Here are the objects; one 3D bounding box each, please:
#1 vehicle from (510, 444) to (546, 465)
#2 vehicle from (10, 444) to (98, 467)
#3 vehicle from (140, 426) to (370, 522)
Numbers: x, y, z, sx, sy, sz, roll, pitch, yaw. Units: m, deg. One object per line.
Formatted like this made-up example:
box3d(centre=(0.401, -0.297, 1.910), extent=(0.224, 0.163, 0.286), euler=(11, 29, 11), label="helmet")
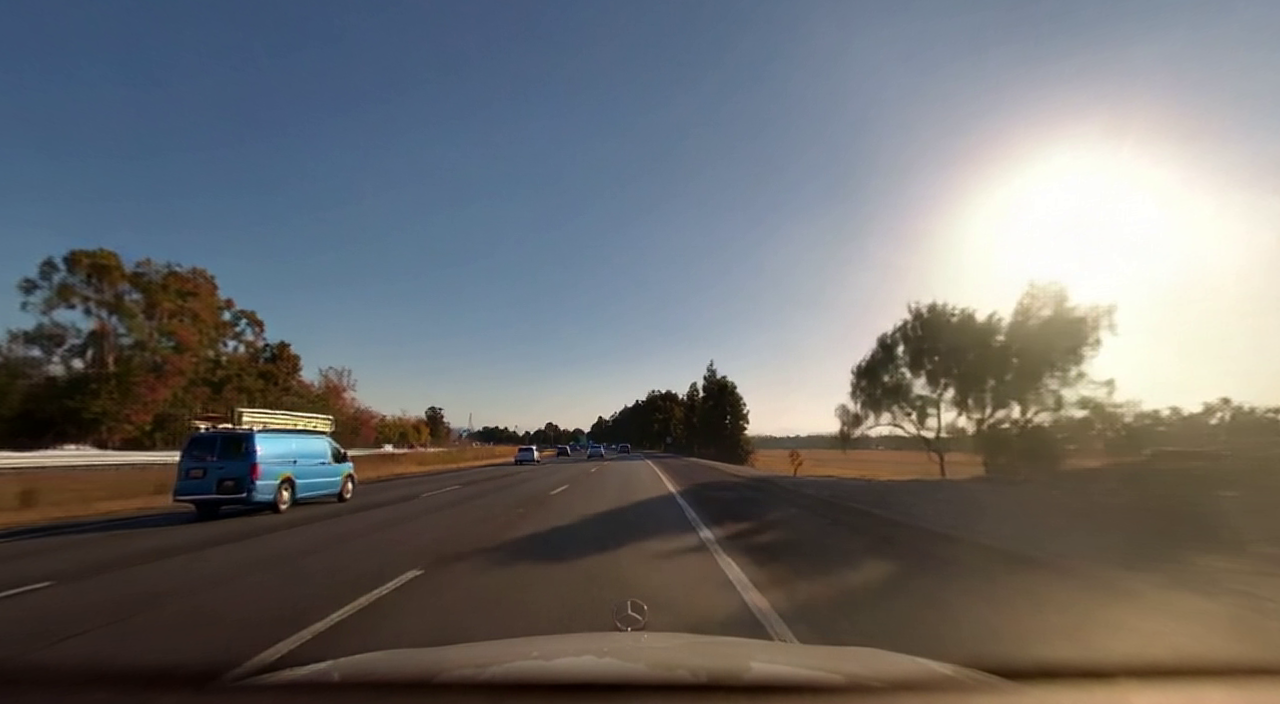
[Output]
box3d(centre=(-8.433, 7.770, 47.841), extent=(1.958, 1.499, 4.437), euler=(0, -9, 0), label="vehicle")
box3d(centre=(-40.084, 7.077, 43.307), extent=(1.757, 1.441, 4.504), euler=(0, -9, -1), label="vehicle")
box3d(centre=(-8.120, 2.616, 14.050), extent=(2.093, 1.752, 4.771), euler=(0, -9, 0), label="vehicle")
